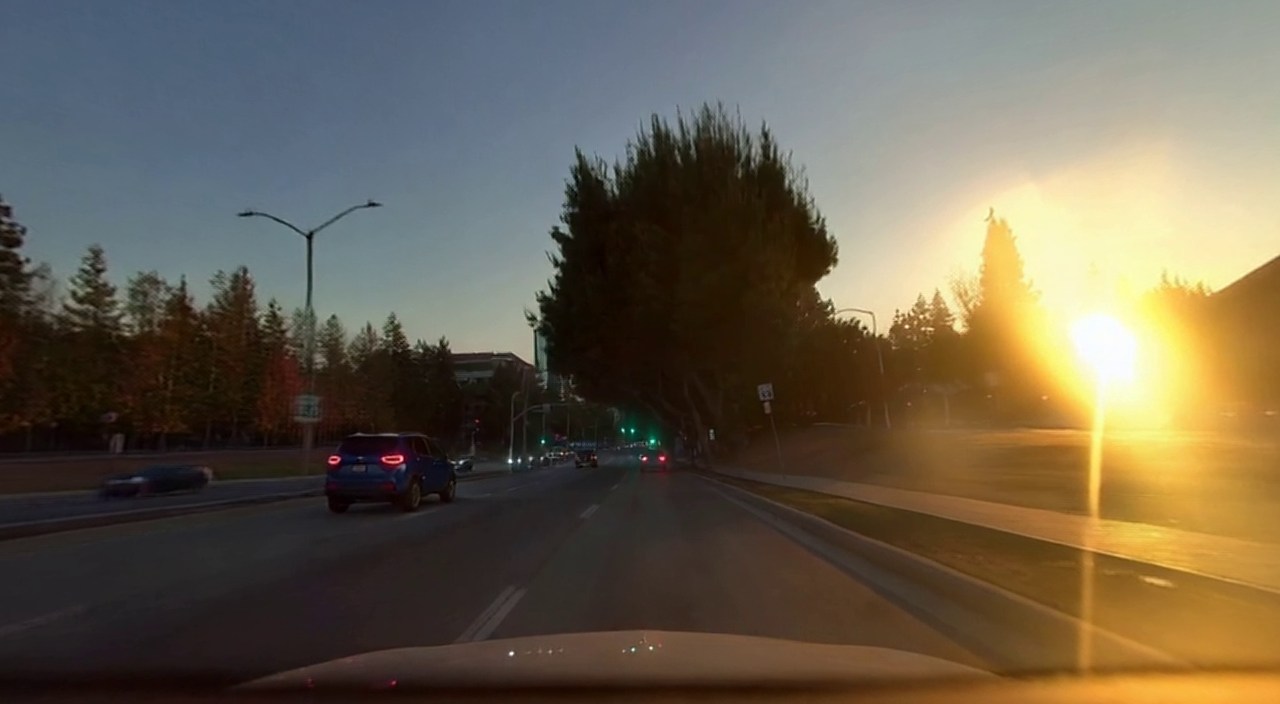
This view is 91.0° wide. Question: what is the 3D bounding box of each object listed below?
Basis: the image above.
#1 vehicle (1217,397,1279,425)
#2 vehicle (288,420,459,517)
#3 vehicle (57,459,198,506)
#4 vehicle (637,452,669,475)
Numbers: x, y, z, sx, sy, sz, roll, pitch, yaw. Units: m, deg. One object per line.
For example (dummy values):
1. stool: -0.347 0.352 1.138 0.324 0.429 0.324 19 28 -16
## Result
1. vehicle: 38.943 3.733 39.429 1.772 1.504 4.322 -1 -9 5
2. vehicle: -5.892 2.615 14.620 2.027 1.908 4.273 0 -8 1
3. vehicle: -19.111 4.845 23.767 1.864 1.514 4.079 0 -8 0
4. vehicle: 0.863 7.818 44.225 2.091 1.494 3.962 0 -8 -1
